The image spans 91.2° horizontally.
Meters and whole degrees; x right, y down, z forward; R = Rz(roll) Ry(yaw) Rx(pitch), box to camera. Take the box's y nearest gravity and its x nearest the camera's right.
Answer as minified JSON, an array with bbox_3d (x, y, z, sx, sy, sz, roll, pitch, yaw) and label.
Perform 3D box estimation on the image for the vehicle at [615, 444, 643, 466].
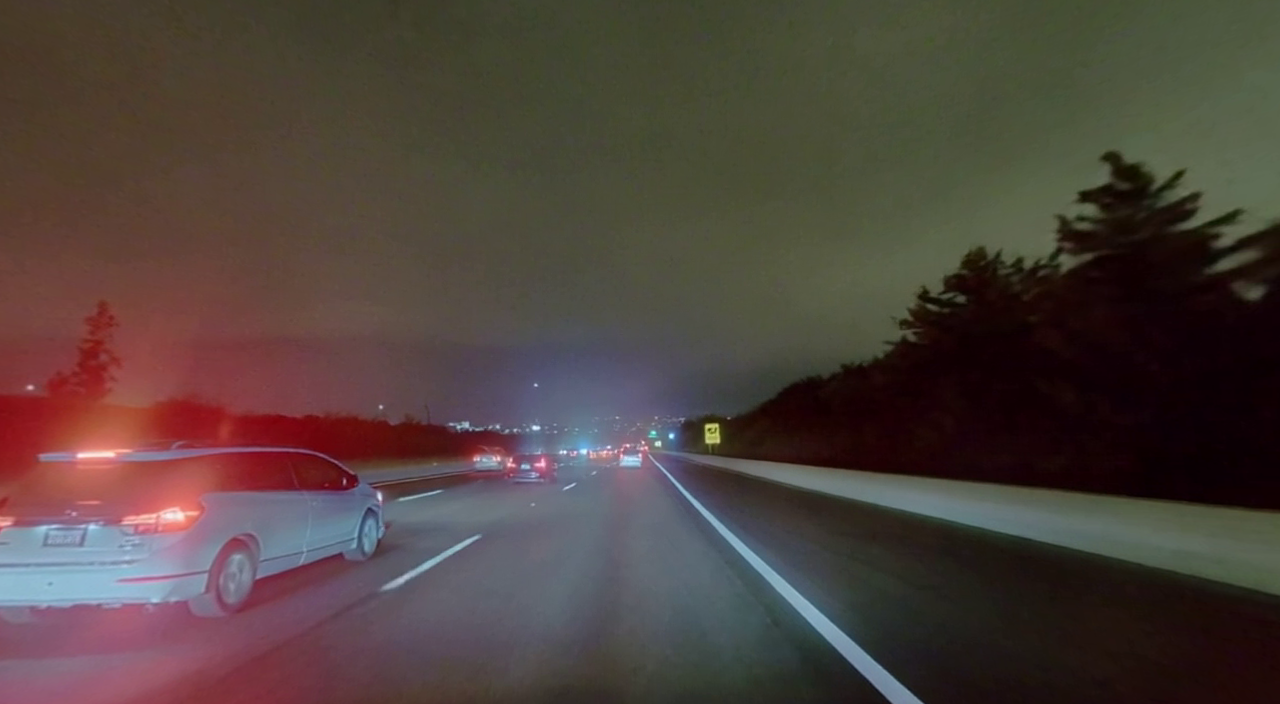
[{"bbox_3d":[-0.779,7.627,46.476,2.023,1.479,3.718,0,-9,0],"label":"vehicle"}]

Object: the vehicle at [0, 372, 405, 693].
[{"bbox_3d":[-4.128,1.359,5.861,2.074,1.779,4.588,0,-9,0],"label":"vehicle"}]

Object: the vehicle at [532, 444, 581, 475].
[{"bbox_3d":[-4.210,5.476,32.174,1.988,1.477,4.118,0,-9,0],"label":"vehicle"}]

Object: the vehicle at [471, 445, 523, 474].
[{"bbox_3d":[-7.909,5.959,35.007,1.936,1.516,3.904,0,-9,0],"label":"vehicle"}]
